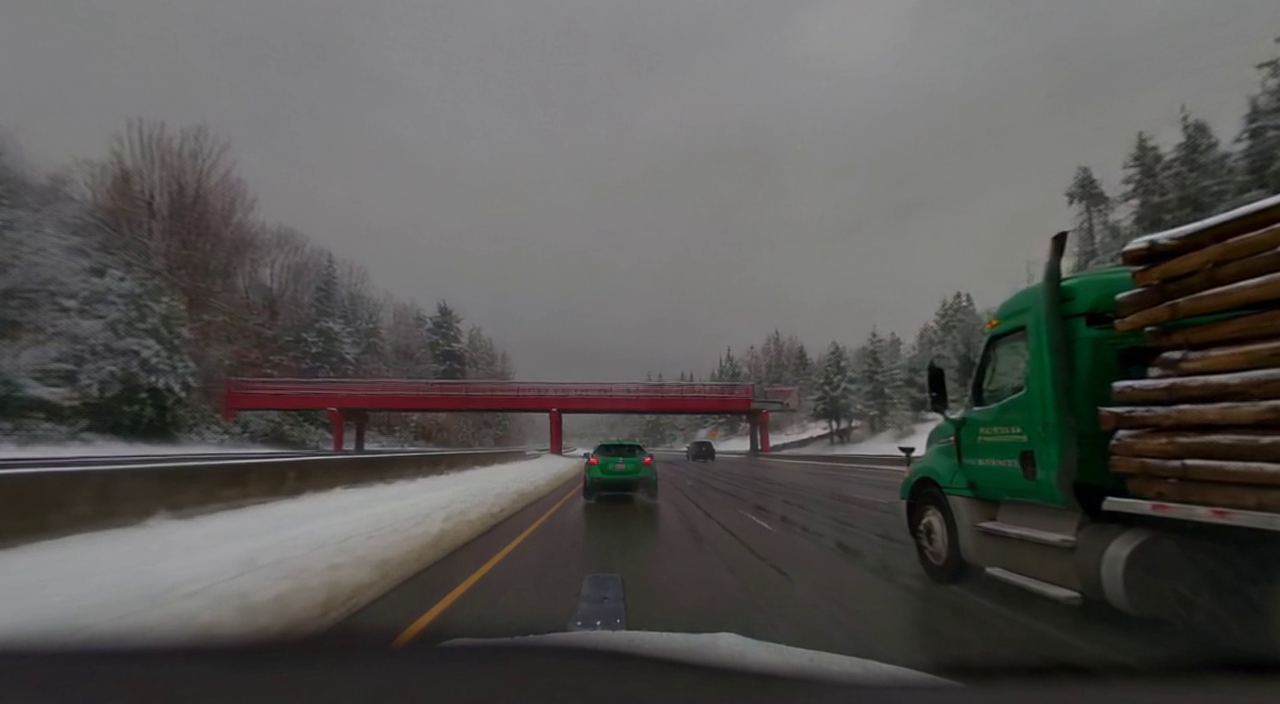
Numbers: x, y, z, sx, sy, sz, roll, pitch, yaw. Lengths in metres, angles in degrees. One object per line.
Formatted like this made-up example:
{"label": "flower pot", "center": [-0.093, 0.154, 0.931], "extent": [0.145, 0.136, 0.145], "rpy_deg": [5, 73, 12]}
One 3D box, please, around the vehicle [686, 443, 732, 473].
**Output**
{"label": "vehicle", "center": [3.690, 5.714, 34.021], "extent": [1.894, 1.487, 3.751], "rpy_deg": [0, -9, -2]}

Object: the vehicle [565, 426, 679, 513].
{"label": "vehicle", "center": [-0.370, 2.662, 14.574], "extent": [2.259, 1.699, 4.015], "rpy_deg": [0, -9, 0]}

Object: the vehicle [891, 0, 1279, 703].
{"label": "vehicle", "center": [4.191, -0.291, 1.960], "extent": [2.992, 3.920, 8.831], "rpy_deg": [0, -9, 0]}
